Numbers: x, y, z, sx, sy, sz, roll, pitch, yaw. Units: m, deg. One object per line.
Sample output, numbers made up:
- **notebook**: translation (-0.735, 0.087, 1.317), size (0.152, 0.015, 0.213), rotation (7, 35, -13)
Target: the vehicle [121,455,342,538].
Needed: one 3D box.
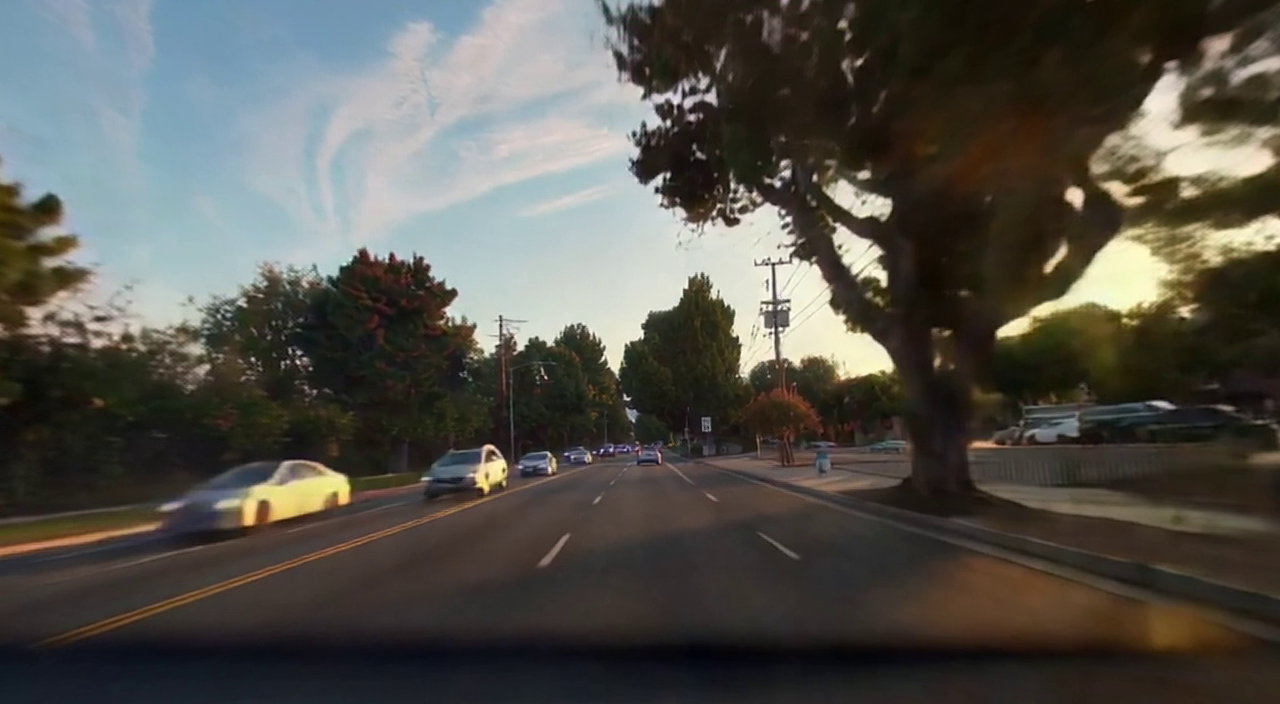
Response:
- **vehicle**: translation (-8.953, 3.153, 14.462), size (2.058, 1.495, 4.448), rotation (-1, -8, 0)

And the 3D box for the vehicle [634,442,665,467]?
- **vehicle**: translation (0.673, 7.676, 47.309), size (2.163, 1.746, 4.073), rotation (-1, -8, 0)

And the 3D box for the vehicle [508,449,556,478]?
- **vehicle**: translation (-5.884, 6.111, 34.905), size (1.933, 1.492, 3.755), rotation (-1, -8, 1)

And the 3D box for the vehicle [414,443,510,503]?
- **vehicle**: translation (-5.405, 3.678, 19.716), size (1.792, 1.628, 4.000), rotation (-1, -8, 0)
